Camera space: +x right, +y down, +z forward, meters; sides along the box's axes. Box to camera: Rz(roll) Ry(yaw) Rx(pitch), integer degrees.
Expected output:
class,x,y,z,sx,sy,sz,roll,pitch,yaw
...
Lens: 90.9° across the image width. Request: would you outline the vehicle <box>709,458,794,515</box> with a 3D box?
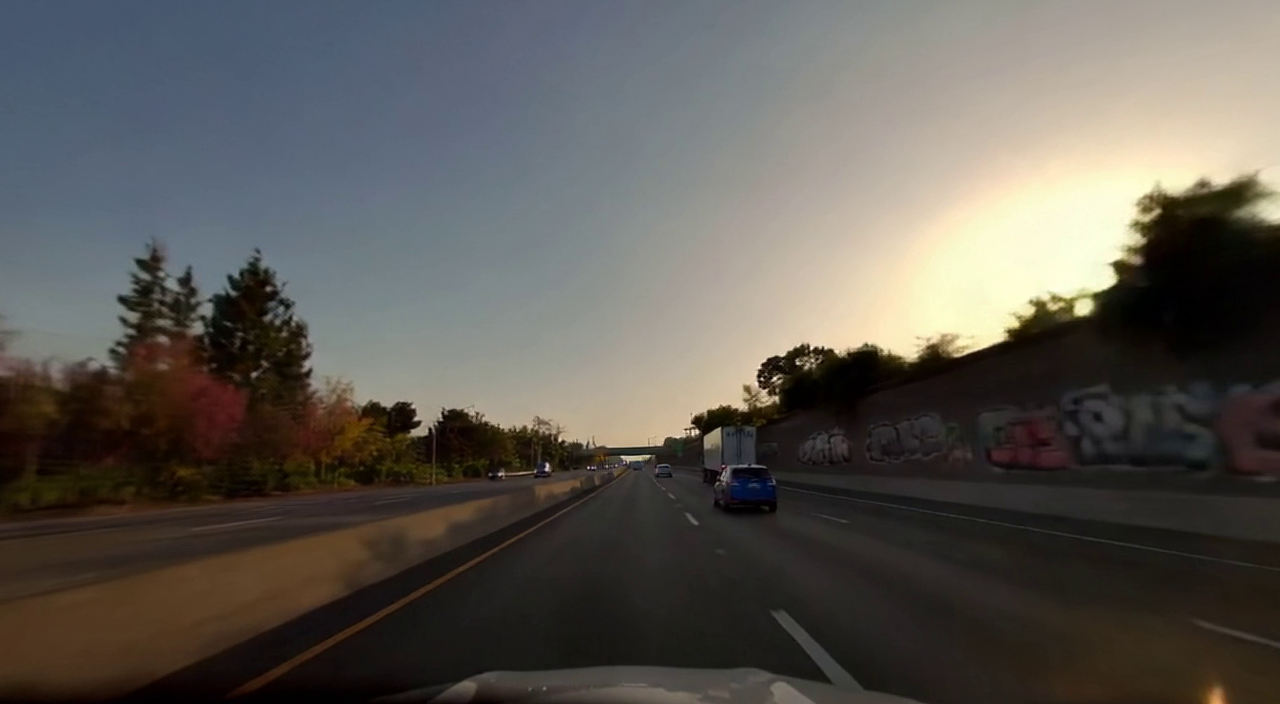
class,x,y,z,sx,sy,sz,roll,pitch,yaw
vehicle,3.389,4.176,19.880,2.011,1.574,3.512,1,-10,0
